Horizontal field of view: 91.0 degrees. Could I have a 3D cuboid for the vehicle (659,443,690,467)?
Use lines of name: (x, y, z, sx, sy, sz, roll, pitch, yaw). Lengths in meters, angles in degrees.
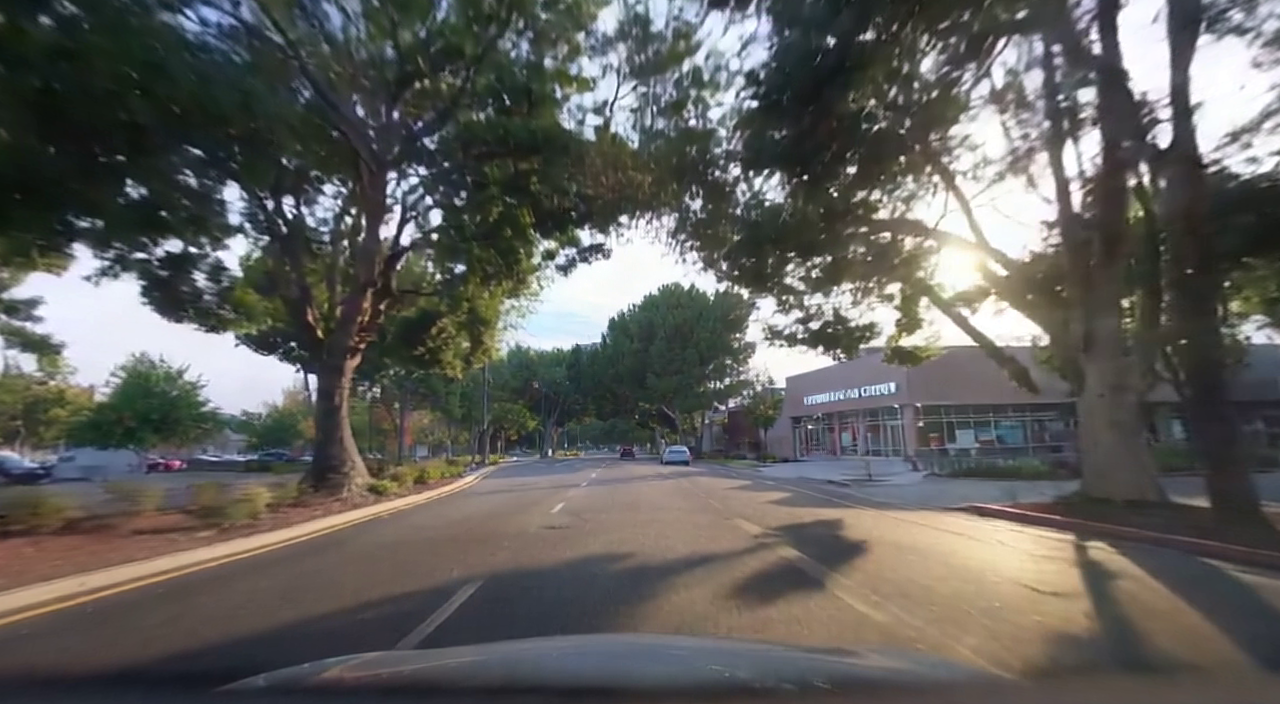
vehicle: (2.568, 7.813, 47.763, 2.020, 1.681, 4.248, 0, -9, -2)
